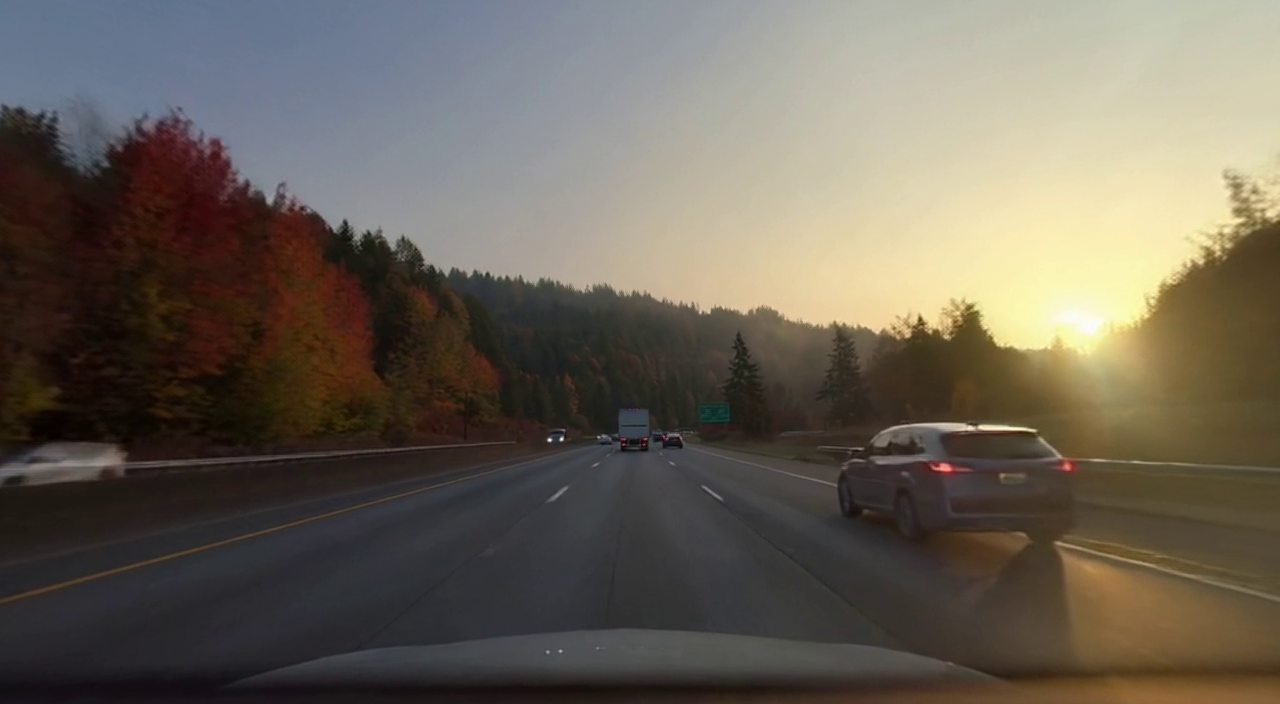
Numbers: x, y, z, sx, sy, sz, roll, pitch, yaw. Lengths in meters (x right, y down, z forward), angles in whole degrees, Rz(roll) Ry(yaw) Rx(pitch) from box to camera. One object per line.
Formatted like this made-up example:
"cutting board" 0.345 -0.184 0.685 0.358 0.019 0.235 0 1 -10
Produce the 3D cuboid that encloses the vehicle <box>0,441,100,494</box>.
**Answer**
"vehicle" -20.612 3.705 20.360 1.998 1.584 4.752 0 -8 0

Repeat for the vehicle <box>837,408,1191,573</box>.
"vehicle" 4.091 1.549 7.838 1.882 1.492 3.958 0 -8 -2

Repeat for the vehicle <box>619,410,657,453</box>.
"vehicle" -0.276 5.976 47.214 2.631 2.957 6.512 0 -8 -2
